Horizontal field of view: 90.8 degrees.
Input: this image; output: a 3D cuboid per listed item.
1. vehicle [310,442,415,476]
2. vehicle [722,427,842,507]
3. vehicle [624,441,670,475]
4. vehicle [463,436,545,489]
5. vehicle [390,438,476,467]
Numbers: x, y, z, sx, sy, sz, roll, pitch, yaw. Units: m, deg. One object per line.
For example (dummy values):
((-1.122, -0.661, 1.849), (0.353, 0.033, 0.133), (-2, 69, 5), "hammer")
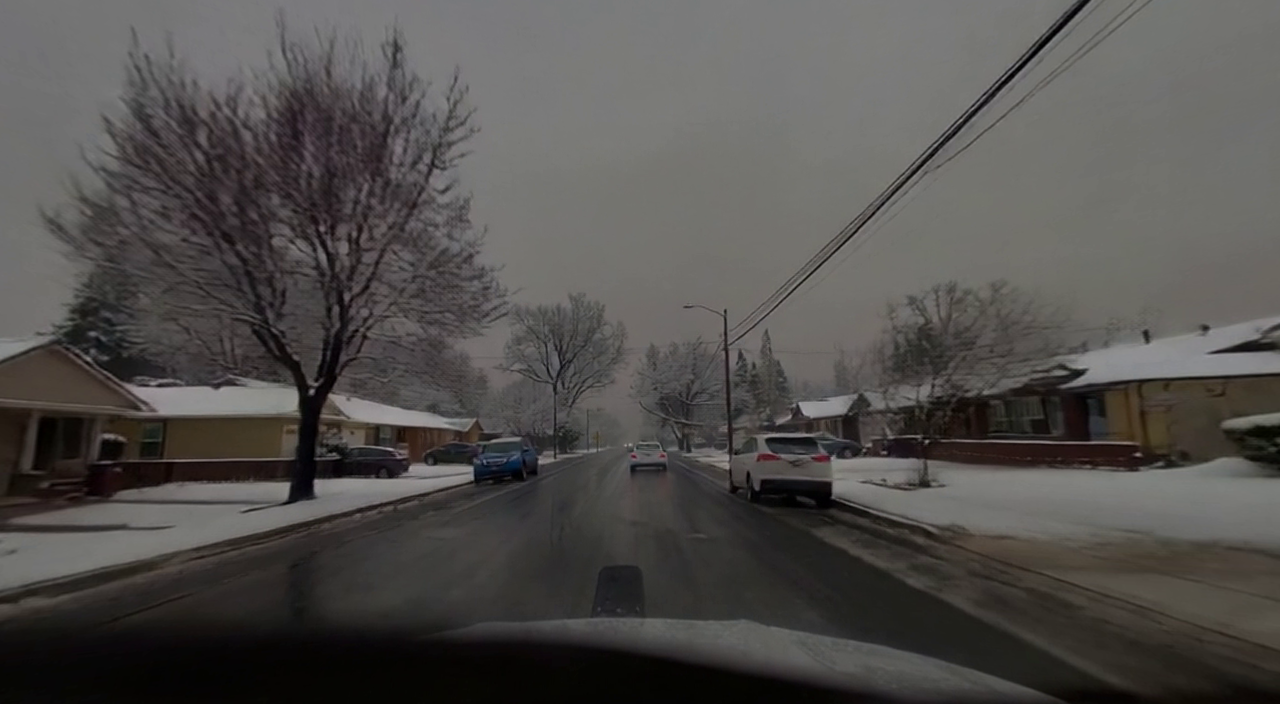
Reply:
((-13.121, 5.070, 30.026), (4.129, 1.523, 1.839), (0, -9, 2), "vehicle")
((3.330, 2.794, 15.794), (1.978, 1.690, 4.306), (0, -8, 0), "vehicle")
((0.307, 4.870, 29.348), (2.000, 1.449, 4.006), (0, -8, 0), "vehicle")
((-5.355, 4.377, 25.549), (2.126, 1.816, 4.796), (-3, -8, 1), "vehicle")
((-13.166, 6.442, 40.427), (4.765, 1.791, 1.941), (0, -9, -1), "vehicle")
